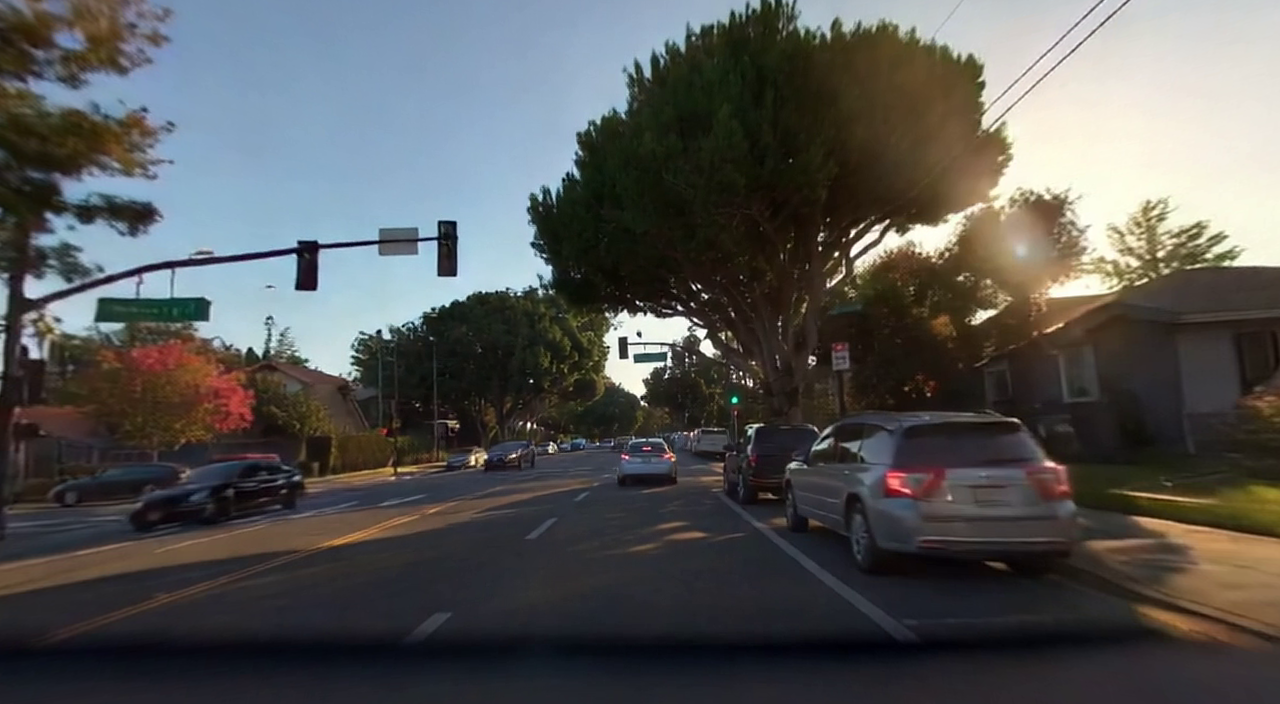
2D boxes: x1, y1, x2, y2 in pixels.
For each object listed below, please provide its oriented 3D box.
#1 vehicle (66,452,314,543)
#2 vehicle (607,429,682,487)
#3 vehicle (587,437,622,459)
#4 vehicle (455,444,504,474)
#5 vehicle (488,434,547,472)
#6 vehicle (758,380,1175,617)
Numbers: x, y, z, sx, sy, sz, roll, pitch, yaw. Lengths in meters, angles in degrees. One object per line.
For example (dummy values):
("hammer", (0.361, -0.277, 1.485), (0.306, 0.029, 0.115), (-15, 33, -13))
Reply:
("vehicle", (-9.090, 2.925, 13.419), (1.908, 1.511, 4.611), (0, -8, -1))
("vehicle", (0.083, 3.217, 19.516), (2.041, 1.575, 4.304), (0, -8, -1))
("vehicle", (-2.480, 6.854, 45.186), (2.117, 1.528, 4.277), (0, -8, 1))
("vehicle", (-9.428, 6.271, 37.313), (1.908, 1.492, 3.699), (-4, -8, -1))
("vehicle", (-6.276, 5.220, 32.946), (2.175, 1.820, 4.643), (0, -8, 0))
("vehicle", (2.848, 1.411, 7.039), (2.060, 1.733, 4.639), (0, -8, -1))
